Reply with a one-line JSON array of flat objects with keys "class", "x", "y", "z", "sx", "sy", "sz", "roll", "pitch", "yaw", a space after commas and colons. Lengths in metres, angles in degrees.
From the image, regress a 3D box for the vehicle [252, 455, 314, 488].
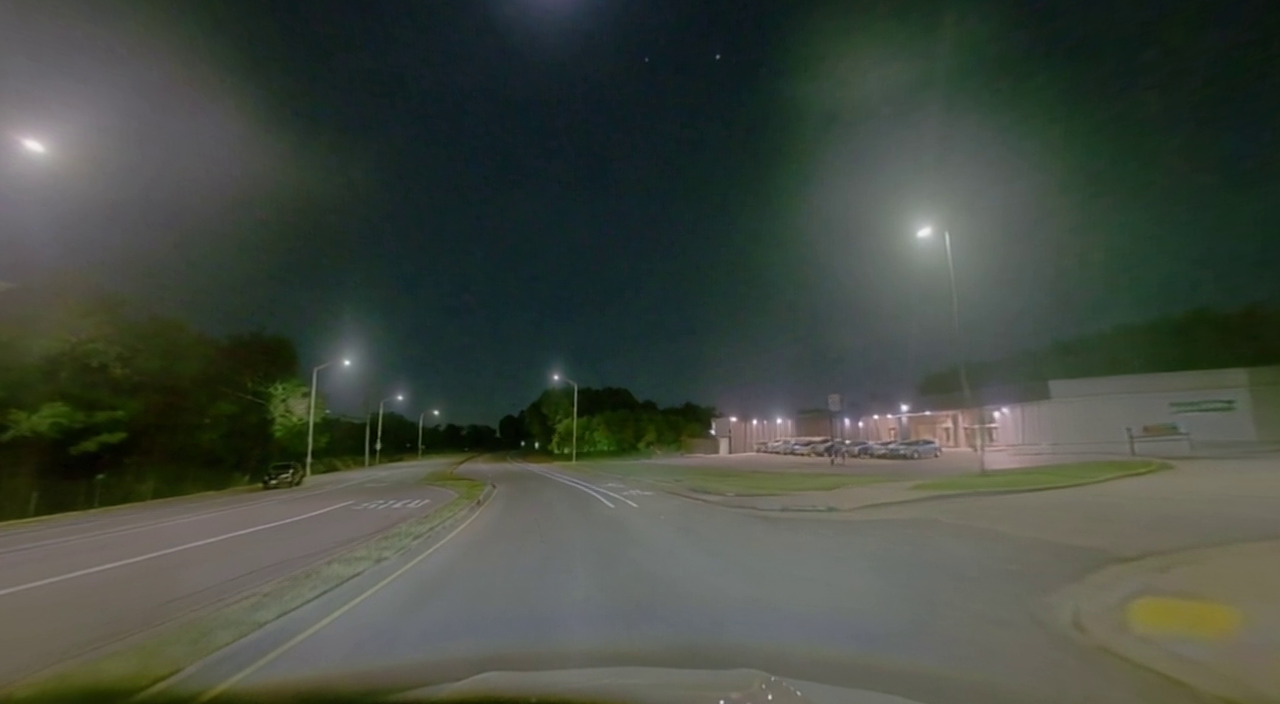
[{"class": "vehicle", "x": -19.998, "y": 6.751, "z": 35.463, "sx": 1.952, "sy": 1.632, "sz": 4.200, "roll": 1, "pitch": -11, "yaw": -14}]
